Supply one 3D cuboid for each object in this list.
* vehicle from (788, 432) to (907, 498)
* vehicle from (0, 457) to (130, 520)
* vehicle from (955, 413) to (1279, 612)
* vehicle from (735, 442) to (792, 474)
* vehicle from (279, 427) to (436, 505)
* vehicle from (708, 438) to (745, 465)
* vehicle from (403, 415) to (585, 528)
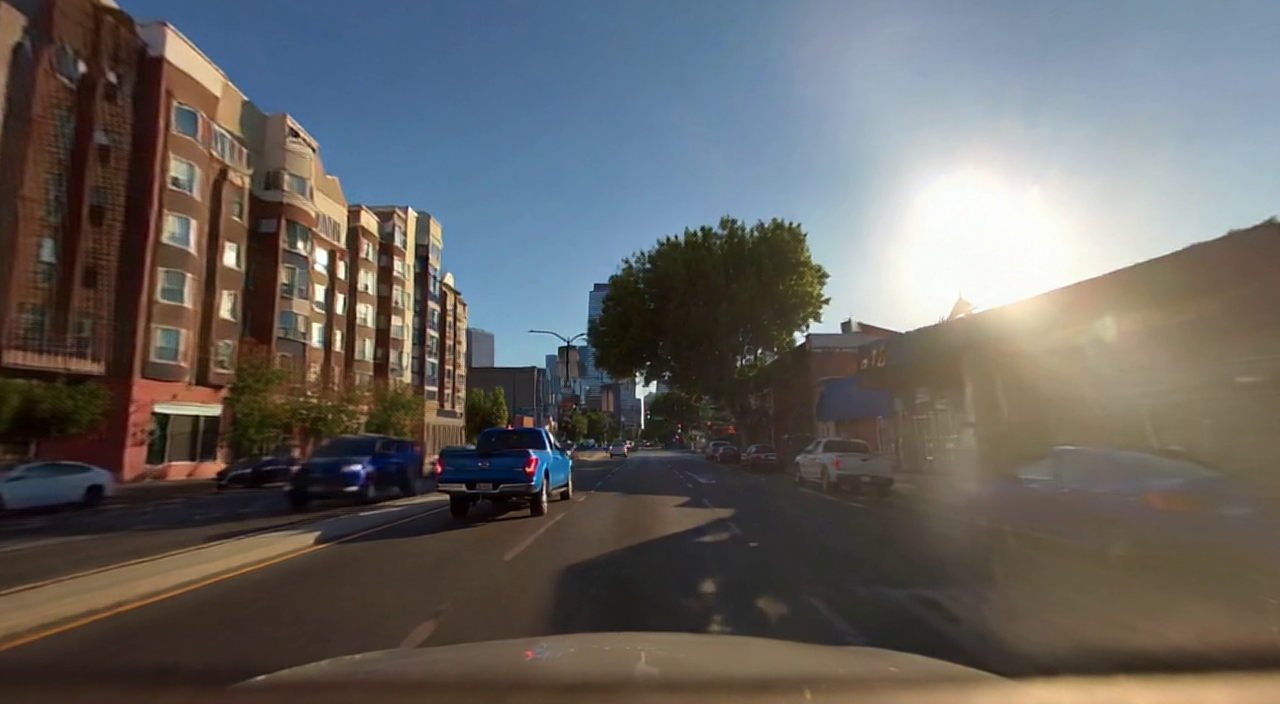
[{"bbox_3d":[6.095,3.376,19.213,2.018,1.743,4.529,0,-9,-1],"label":"vehicle"},{"bbox_3d":[-16.214,3.525,16.538,1.814,1.445,4.566,0,-9,1],"label":"vehicle"},{"bbox_3d":[6.049,1.729,7.800,1.928,1.679,4.716,0,-9,1],"label":"vehicle"},{"bbox_3d":[6.284,5.443,32.541,1.988,1.514,3.962,0,-9,-2],"label":"vehicle"},{"bbox_3d":[-7.270,2.977,16.871,2.087,1.779,4.456,0,-9,0],"label":"vehicle"},{"bbox_3d":[6.264,7.272,45.969,2.043,1.841,4.842,0,-9,0],"label":"vehicle"},{"bbox_3d":[-2.574,2.322,12.808,2.197,1.786,5.365,-1,-9,3],"label":"vehicle"}]
